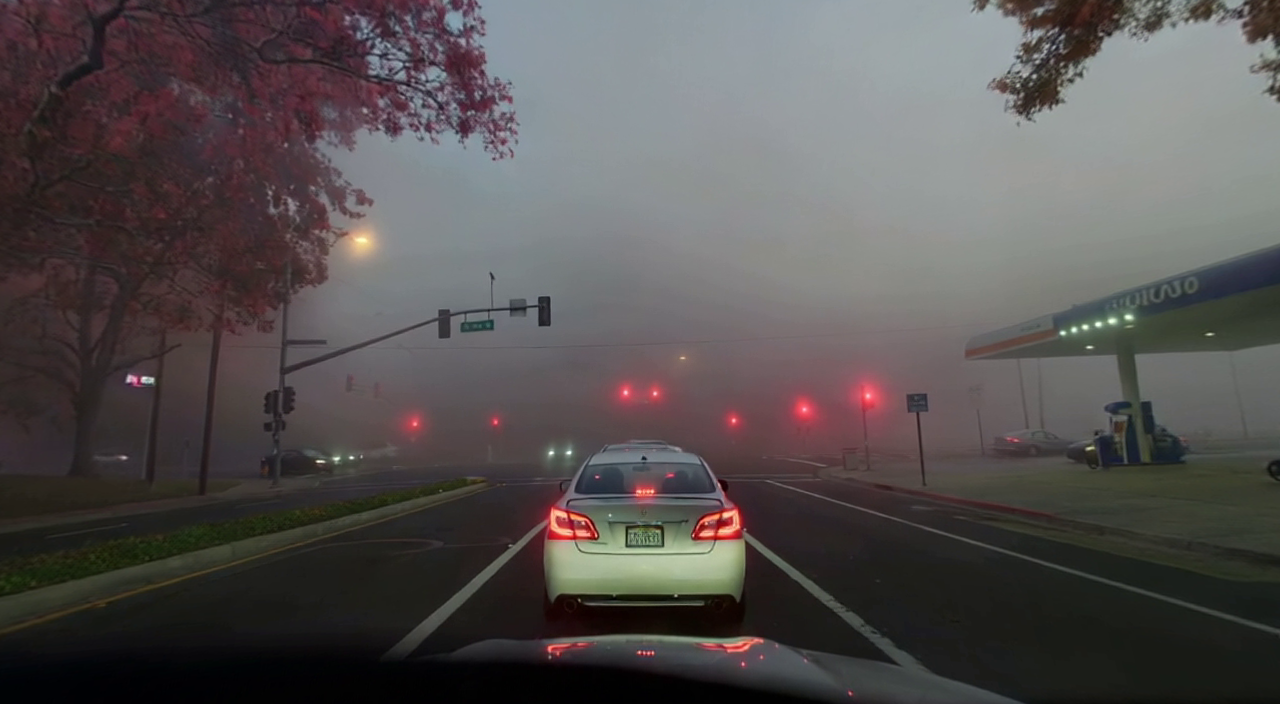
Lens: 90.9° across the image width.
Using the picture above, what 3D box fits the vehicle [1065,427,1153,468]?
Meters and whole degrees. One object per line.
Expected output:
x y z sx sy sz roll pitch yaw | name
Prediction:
18.587 3.759 24.904 4.091 1.495 2.053 8 -12 -44 | vehicle

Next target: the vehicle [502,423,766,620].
-0.049 1.597 6.906 2.010 1.482 4.057 0 -8 0 | vehicle
